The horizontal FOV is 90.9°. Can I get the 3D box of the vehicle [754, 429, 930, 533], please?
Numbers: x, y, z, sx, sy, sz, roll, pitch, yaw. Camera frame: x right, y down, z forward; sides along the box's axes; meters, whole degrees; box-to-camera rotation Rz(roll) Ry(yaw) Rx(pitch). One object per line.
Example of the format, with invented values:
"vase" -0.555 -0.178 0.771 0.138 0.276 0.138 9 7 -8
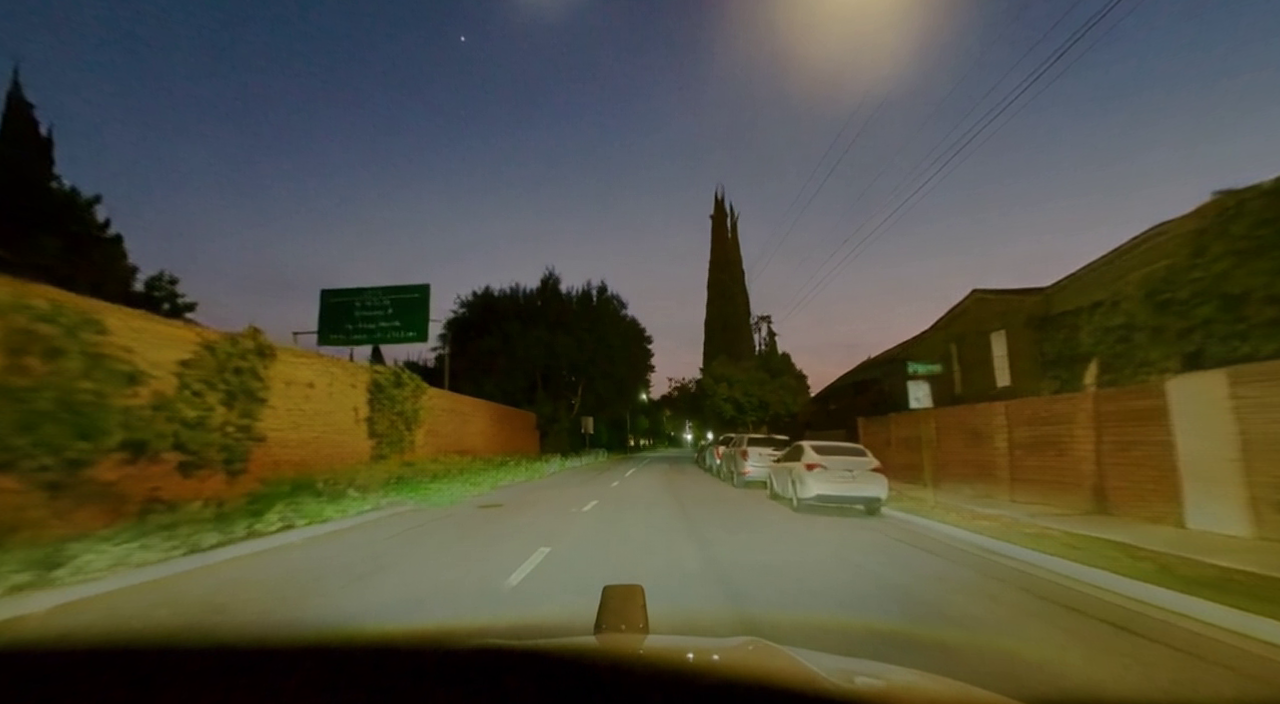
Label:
"vehicle" 3.838 2.490 13.172 2.048 1.596 5.543 2 -8 2
